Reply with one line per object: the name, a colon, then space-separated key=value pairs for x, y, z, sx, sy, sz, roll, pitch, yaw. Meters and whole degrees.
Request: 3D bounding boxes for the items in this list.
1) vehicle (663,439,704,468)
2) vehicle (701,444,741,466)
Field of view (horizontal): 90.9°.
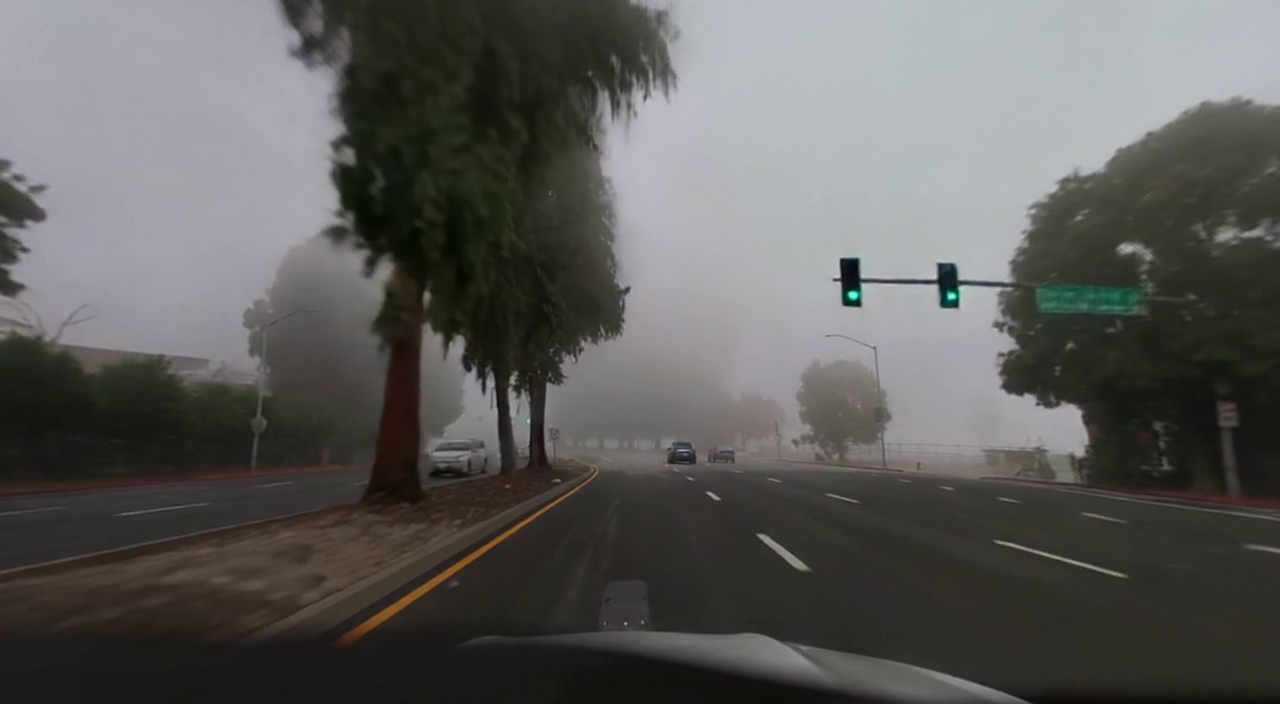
vehicle: x=2.813 y=6.730 z=42.028 sx=2.046 sy=1.818 sz=4.603 roll=1 pitch=-8 yaw=-5
vehicle: x=5.938 y=7.625 z=46.665 sx=1.969 sy=1.522 sz=4.609 roll=1 pitch=-8 yaw=-5
